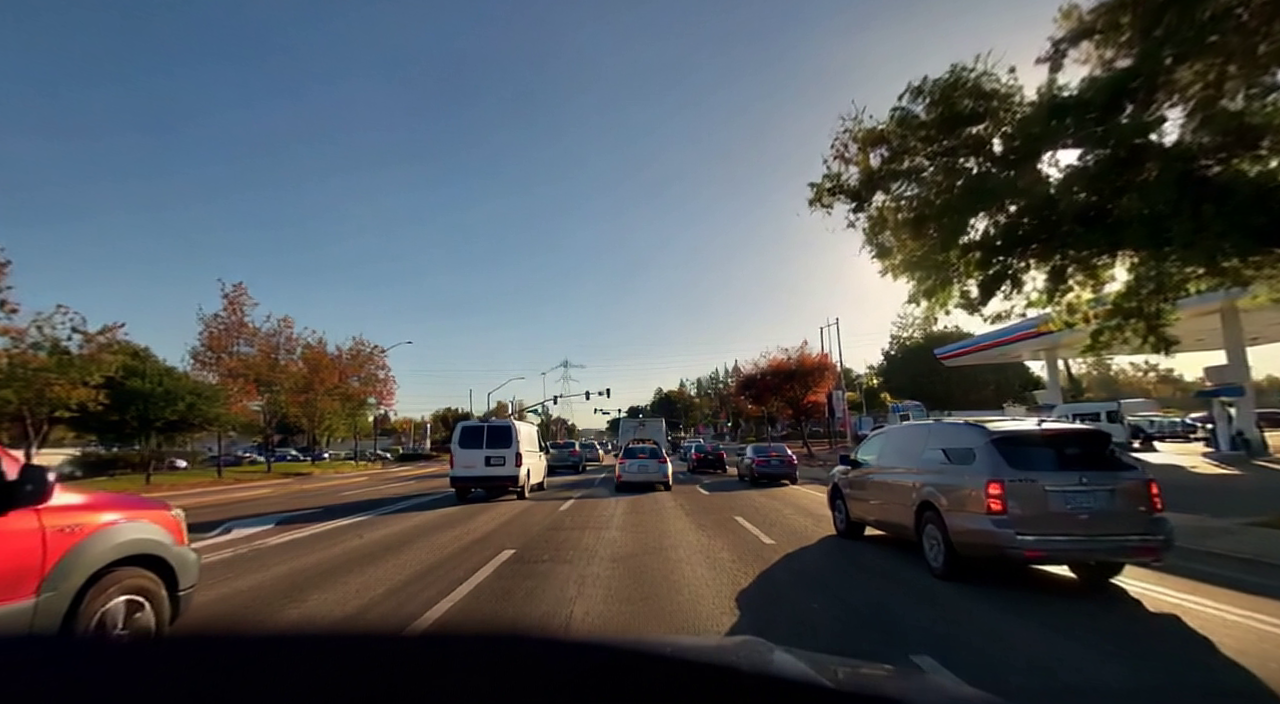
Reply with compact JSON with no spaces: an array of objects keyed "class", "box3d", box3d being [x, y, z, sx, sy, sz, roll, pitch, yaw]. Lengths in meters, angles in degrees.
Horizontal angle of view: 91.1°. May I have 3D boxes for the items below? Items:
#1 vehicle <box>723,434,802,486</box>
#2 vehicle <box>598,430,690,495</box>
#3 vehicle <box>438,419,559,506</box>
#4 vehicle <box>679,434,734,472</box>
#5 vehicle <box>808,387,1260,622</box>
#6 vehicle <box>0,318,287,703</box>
[{"class":"vehicle","box3d":[4.385,3.920,23.179,2.119,1.696,4.623,0,-8,2]},{"class":"vehicle","box3d":[0.073,3.338,19.444,2.426,1.703,5.602,0,-8,-1]},{"class":"vehicle","box3d":[-3.509,2.863,16.694,2.025,1.936,4.995,0,-8,0]},{"class":"vehicle","box3d":[3.294,5.111,31.983,2.193,1.795,5.130,0,-8,0]},{"class":"vehicle","box3d":[3.673,1.517,7.284,2.055,1.786,4.817,0,-8,-1]},{"class":"vehicle","box3d":[-3.489,0.638,1.666,2.002,1.747,5.173,0,-8,1]}]
